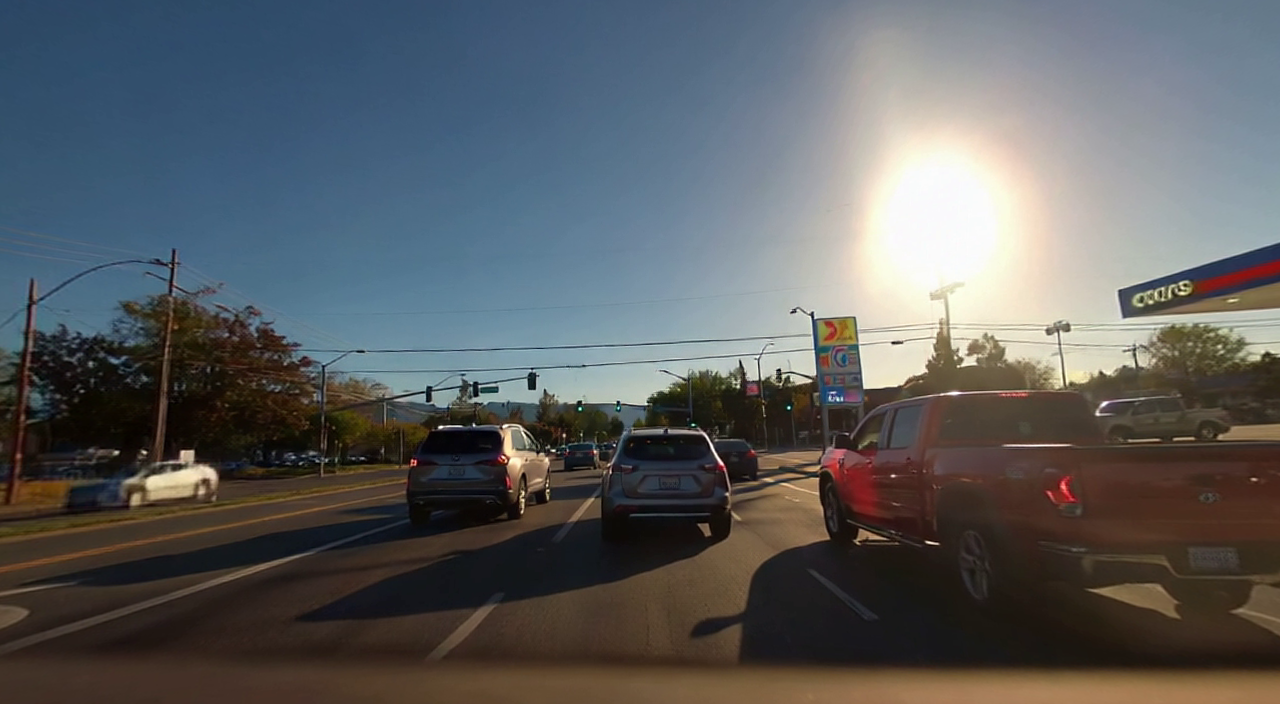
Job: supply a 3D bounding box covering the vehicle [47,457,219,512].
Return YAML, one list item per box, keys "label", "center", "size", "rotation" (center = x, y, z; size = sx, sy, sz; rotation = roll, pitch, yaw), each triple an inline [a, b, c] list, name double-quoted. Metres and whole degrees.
- label: "vehicle"
  center: [-15.879, 4.126, 20.120]
  size: [1.808, 1.457, 4.381]
  rotation: [0, -8, 1]

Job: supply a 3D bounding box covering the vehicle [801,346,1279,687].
- label: "vehicle"
  center: [3.411, 1.285, 6.197]
  size: [2.161, 1.868, 5.321]
  rotation: [0, -8, -1]

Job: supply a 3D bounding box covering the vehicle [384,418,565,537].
- label: "vehicle"
  center: [-2.705, 2.166, 11.504]
  size: [2.019, 1.731, 4.299]
  rotation: [0, -8, 1]

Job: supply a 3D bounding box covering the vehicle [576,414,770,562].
- label: "vehicle"
  center: [0.363, 1.841, 9.231]
  size: [2.181, 1.650, 4.083]
  rotation: [0, -8, 0]
